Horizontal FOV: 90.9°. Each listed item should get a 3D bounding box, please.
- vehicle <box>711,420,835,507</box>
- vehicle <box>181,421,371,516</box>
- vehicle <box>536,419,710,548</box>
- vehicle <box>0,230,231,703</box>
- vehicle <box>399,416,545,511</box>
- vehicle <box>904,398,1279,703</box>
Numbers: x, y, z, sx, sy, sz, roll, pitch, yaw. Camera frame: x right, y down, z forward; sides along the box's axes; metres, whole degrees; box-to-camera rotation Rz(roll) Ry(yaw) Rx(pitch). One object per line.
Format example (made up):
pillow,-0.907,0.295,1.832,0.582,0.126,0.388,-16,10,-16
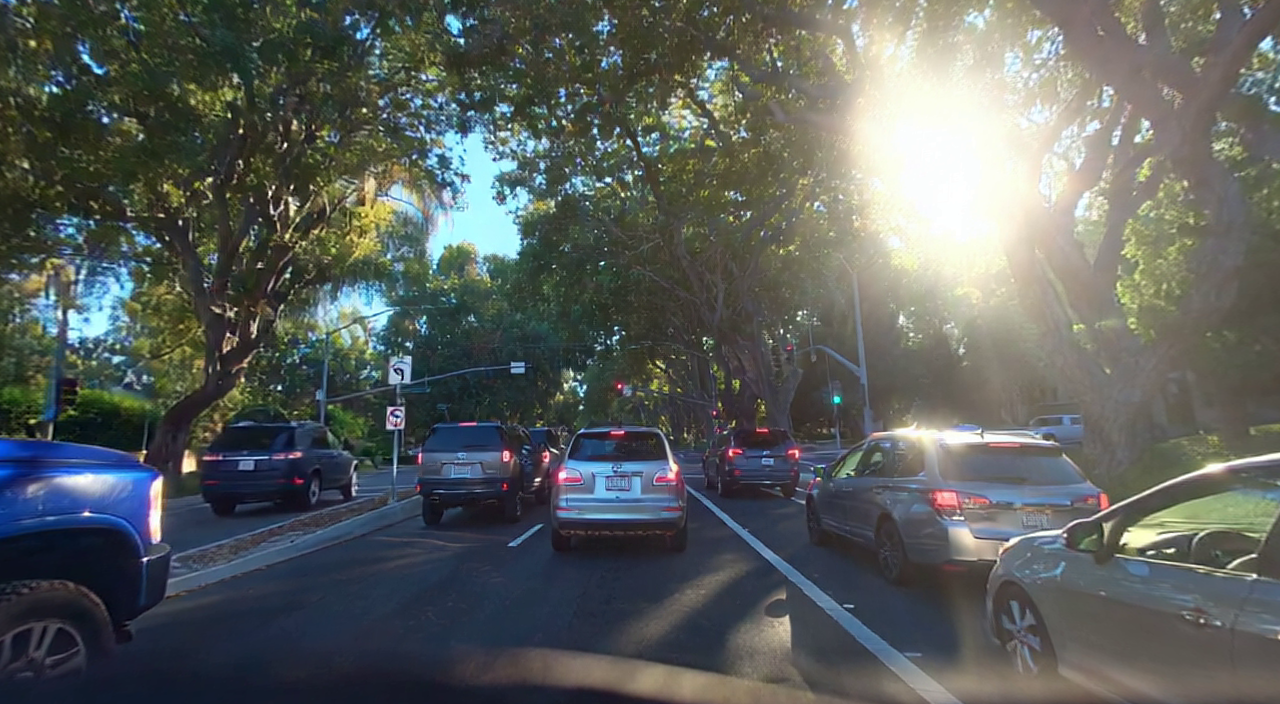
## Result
vehicle,3.121,2.738,15.904,2.102,1.841,4.587,0,-8,0
vehicle,-8.109,2.618,14.727,2.256,1.799,4.831,1,-9,-10
vehicle,-0.229,1.941,9.874,2.194,1.607,3.690,0,-8,0
vehicle,-3.488,0.348,0.315,2.656,2.021,5.800,0,-8,0
vehicle,-3.642,2.522,14.659,2.089,1.857,4.488,0,-8,1
vehicle,3.014,0.963,2.512,1.874,1.477,4.698,0,-8,0
